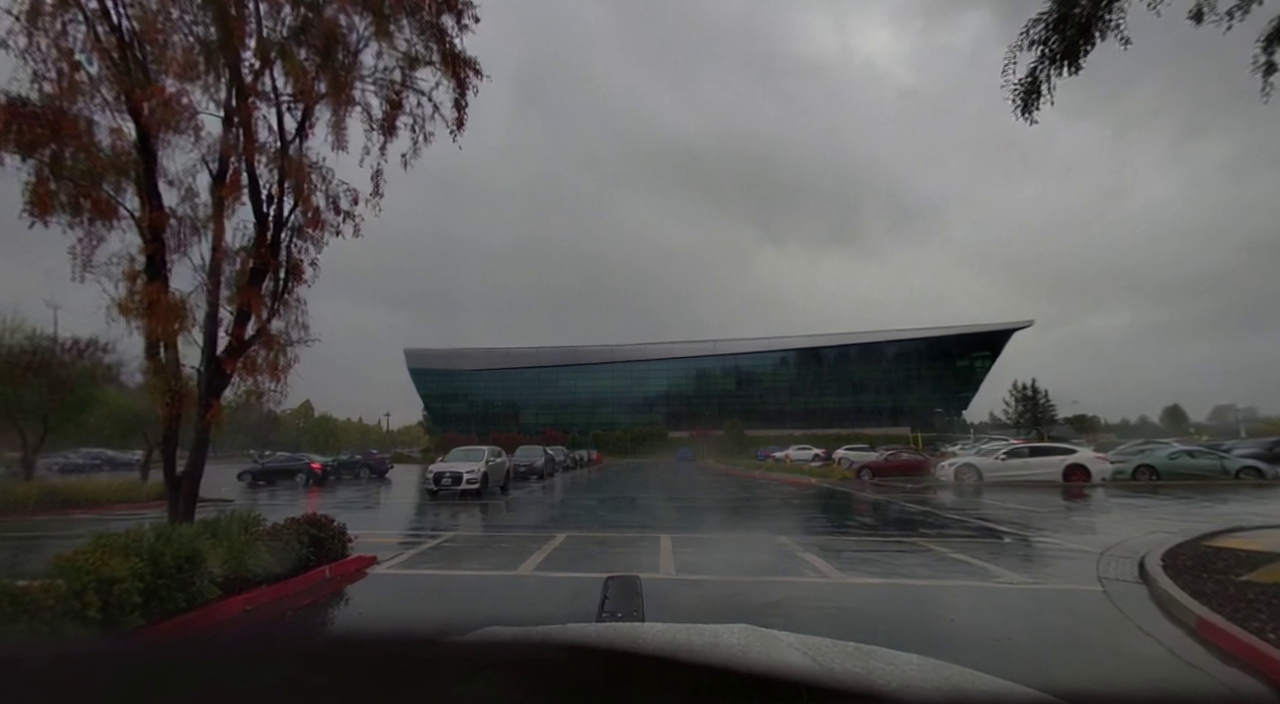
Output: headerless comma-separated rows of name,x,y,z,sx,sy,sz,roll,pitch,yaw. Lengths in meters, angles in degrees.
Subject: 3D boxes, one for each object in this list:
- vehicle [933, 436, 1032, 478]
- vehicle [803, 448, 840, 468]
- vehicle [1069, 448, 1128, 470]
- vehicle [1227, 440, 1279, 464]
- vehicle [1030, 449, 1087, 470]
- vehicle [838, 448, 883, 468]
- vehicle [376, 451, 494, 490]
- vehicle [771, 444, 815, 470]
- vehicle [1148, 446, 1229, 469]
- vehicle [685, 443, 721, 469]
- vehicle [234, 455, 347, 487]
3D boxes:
vehicle,16.480,5.066,30.774,2.048,1.852,4.998,0,-8,1
vehicle,14.202,8.297,49.639,1.935,1.477,3.719,0,-8,3
vehicle,31.304,7.308,43.249,1.519,1.371,3.278,0,-8,-1
vehicle,43.061,6.814,43.070,1.758,1.572,4.421,0,-8,1
vehicle,28.337,7.278,42.866,1.495,1.371,3.336,-1,-9,-2
vehicle,17.060,8.217,49.073,1.971,1.478,4.477,0,-8,1
vehicle,-8.705,4.973,26.907,4.442,1.504,1.809,5,-10,-28
vehicle,10.530,7.208,43.709,1.936,1.673,4.305,0,-8,0
vehicle,37.018,7.126,42.806,1.678,1.423,4.191,0,-8,-1
vehicle,4.625,7.742,47.272,2.262,1.794,5.331,0,-8,1
vehicle,-16.732,5.690,30.370,4.331,1.437,1.876,0,-8,2
